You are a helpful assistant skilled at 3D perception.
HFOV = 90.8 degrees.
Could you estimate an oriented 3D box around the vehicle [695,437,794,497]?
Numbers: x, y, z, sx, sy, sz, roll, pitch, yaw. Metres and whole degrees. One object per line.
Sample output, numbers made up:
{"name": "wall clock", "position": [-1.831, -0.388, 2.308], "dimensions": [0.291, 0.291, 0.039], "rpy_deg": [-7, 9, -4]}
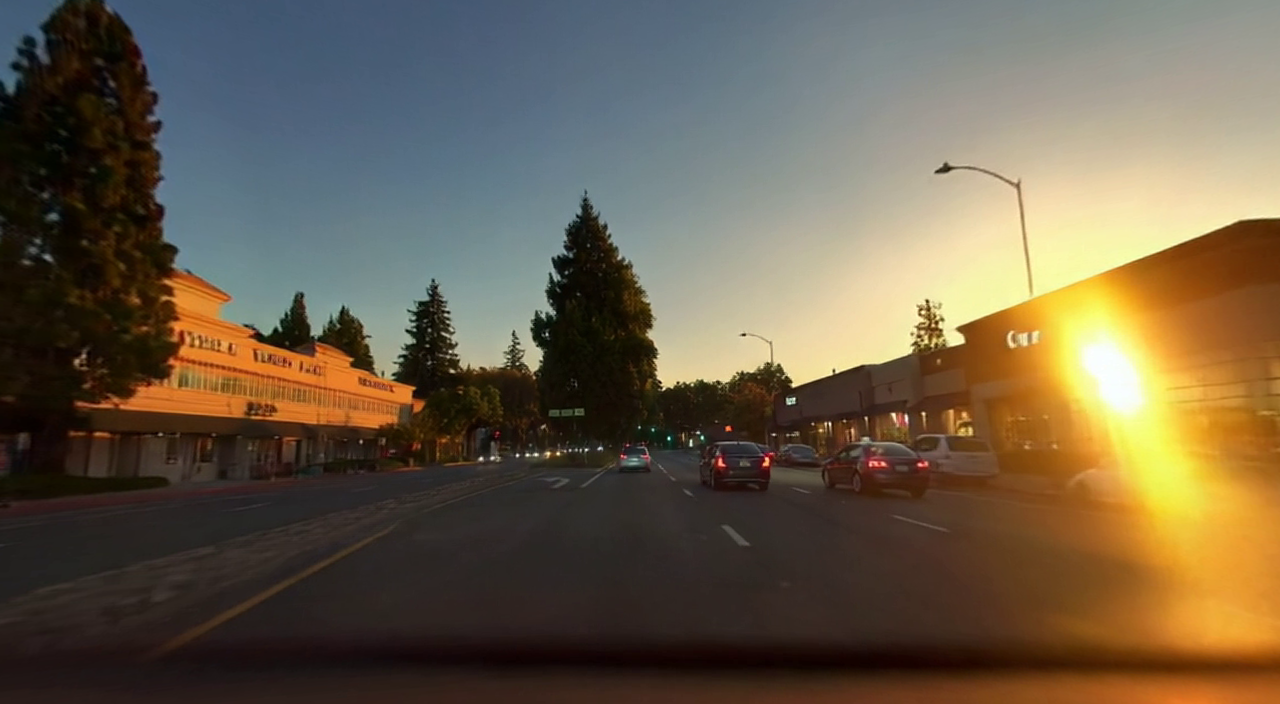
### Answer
{"name": "vehicle", "position": [2.942, 3.377, 18.935], "dimensions": [2.072, 1.545, 4.578], "rpy_deg": [0, -8, -1]}

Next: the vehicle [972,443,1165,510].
{"name": "vehicle", "position": [10.479, 3.040, 15.961], "dimensions": [1.763, 1.430, 4.427], "rpy_deg": [0, -8, 0]}

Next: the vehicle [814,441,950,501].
{"name": "vehicle", "position": [6.619, 3.283, 17.902], "dimensions": [1.952, 1.449, 4.544], "rpy_deg": [0, -8, -2]}

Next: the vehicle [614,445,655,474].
{"name": "vehicle", "position": [-0.295, 5.700, 33.818], "dimensions": [2.052, 1.461, 4.324], "rpy_deg": [0, -8, -1]}

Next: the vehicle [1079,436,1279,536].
{"name": "vehicle", "position": [10.599, 2.342, 11.712], "dimensions": [2.000, 1.514, 3.811], "rpy_deg": [0, -8, -4]}
